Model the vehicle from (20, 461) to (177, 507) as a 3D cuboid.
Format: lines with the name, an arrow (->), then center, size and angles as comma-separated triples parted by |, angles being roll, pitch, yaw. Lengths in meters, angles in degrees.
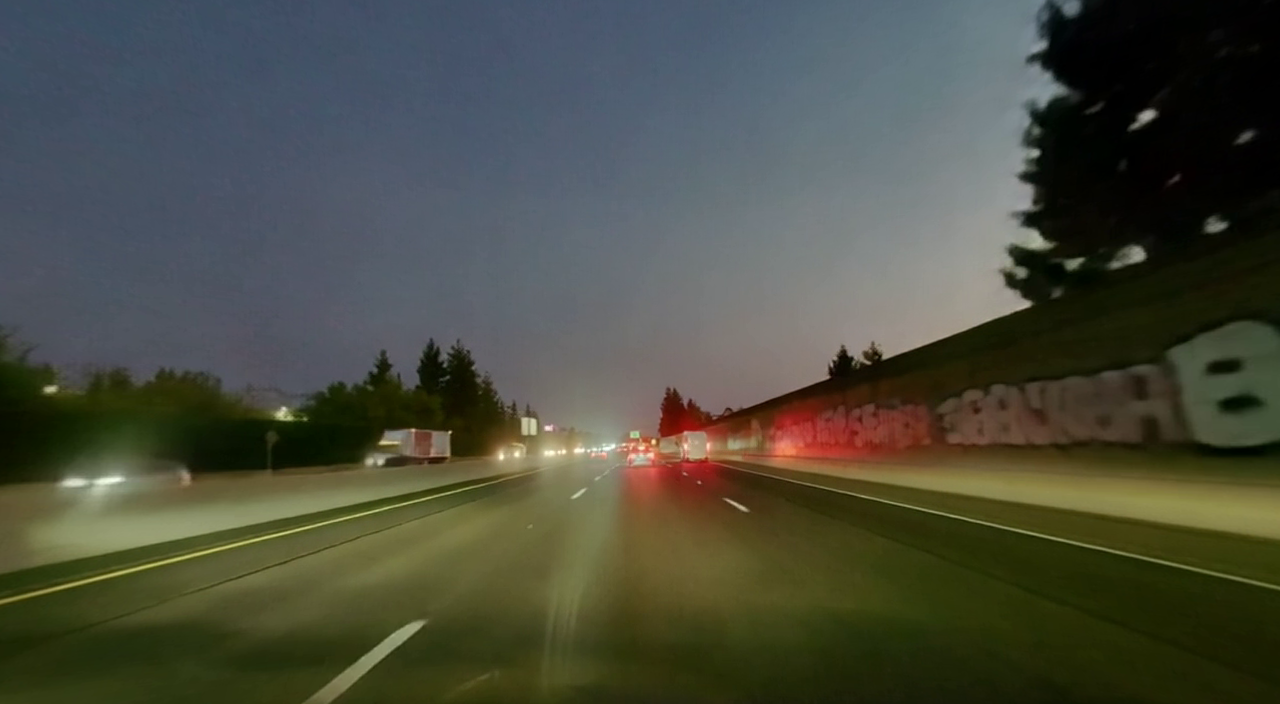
vehicle -> -20.243, 4.917, 23.872 | 1.843, 1.479, 4.544 | -1, -9, 1

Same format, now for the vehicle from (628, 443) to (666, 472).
vehicle -> 0.343, 5.813, 34.866 | 2.009, 1.506, 4.091 | 0, -9, -1

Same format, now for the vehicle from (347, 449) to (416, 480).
vehicle -> -13.115, 5.706, 32.271 | 1.788, 1.470, 4.039 | 0, -9, 0

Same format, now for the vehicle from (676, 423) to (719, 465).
vehicle -> 4.254, 7.015, 47.906 | 2.549, 2.931, 6.310 | 0, -9, -1
